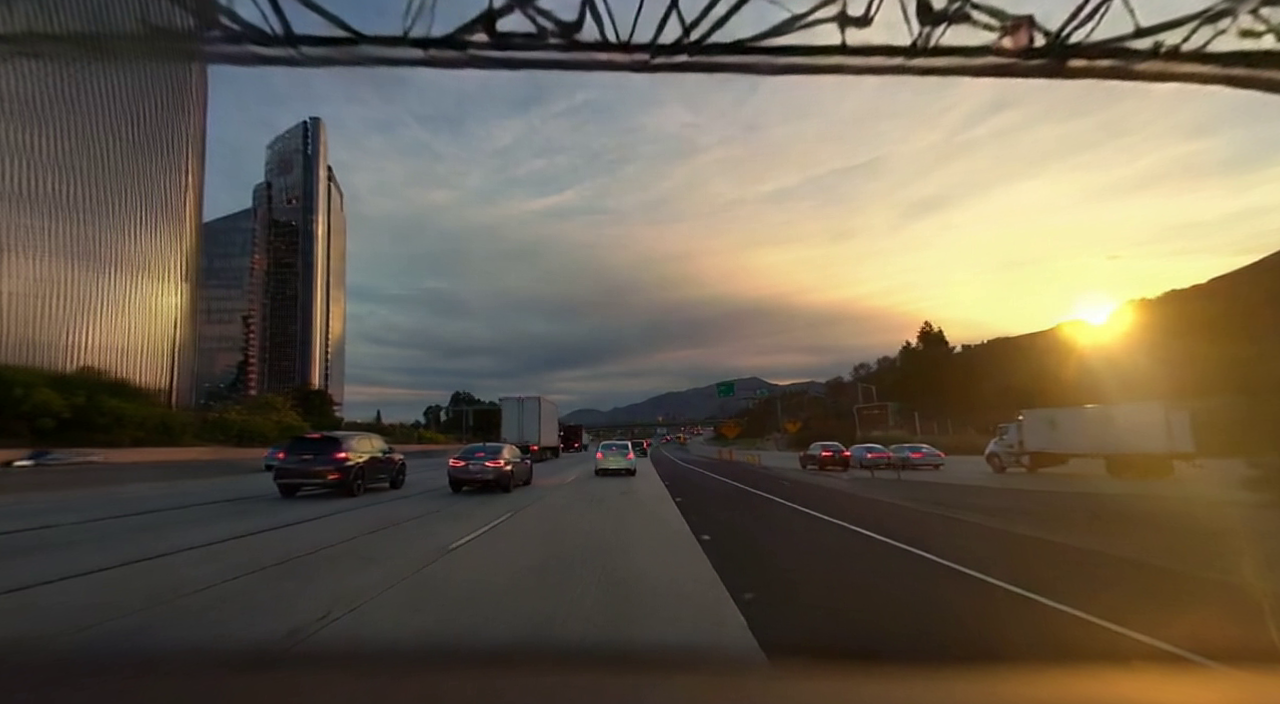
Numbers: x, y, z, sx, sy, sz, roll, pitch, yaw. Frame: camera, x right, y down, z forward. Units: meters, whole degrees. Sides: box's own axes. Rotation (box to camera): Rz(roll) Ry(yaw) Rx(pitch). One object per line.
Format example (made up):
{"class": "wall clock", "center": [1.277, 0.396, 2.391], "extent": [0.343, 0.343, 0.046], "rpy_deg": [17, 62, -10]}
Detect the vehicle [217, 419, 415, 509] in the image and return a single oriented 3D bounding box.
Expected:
{"class": "vehicle", "center": [-7.522, 2.656, 15.374], "extent": [2.190, 1.821, 4.800], "rpy_deg": [0, -9, 1]}

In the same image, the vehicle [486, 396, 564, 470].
{"class": "vehicle", "center": [-5.791, 4.347, 33.184], "extent": [2.955, 3.359, 8.322], "rpy_deg": [1, -9, -4]}

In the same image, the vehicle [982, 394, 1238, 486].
{"class": "vehicle", "center": [22.788, 4.401, 31.254], "extent": [3.015, 3.855, 9.519], "rpy_deg": [8, -12, -42]}

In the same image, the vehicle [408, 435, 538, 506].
{"class": "vehicle", "center": [-3.988, 2.904, 15.873], "extent": [2.016, 1.497, 4.235], "rpy_deg": [0, -9, 2]}

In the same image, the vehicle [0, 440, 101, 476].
{"class": "vehicle", "center": [-29.994, 5.229, 31.329], "extent": [2.002, 1.660, 4.883], "rpy_deg": [0, -9, -1]}

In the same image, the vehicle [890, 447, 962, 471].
{"class": "vehicle", "center": [18.679, 6.988, 41.282], "extent": [1.902, 1.494, 4.239], "rpy_deg": [3, -9, -17]}

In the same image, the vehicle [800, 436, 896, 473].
{"class": "vehicle", "center": [12.050, 5.988, 37.048], "extent": [2.415, 1.972, 5.572], "rpy_deg": [3, -9, -18]}

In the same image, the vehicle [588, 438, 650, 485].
{"class": "vehicle", "center": [-0.677, 3.831, 22.235], "extent": [1.991, 1.488, 3.922], "rpy_deg": [0, -9, 0]}
